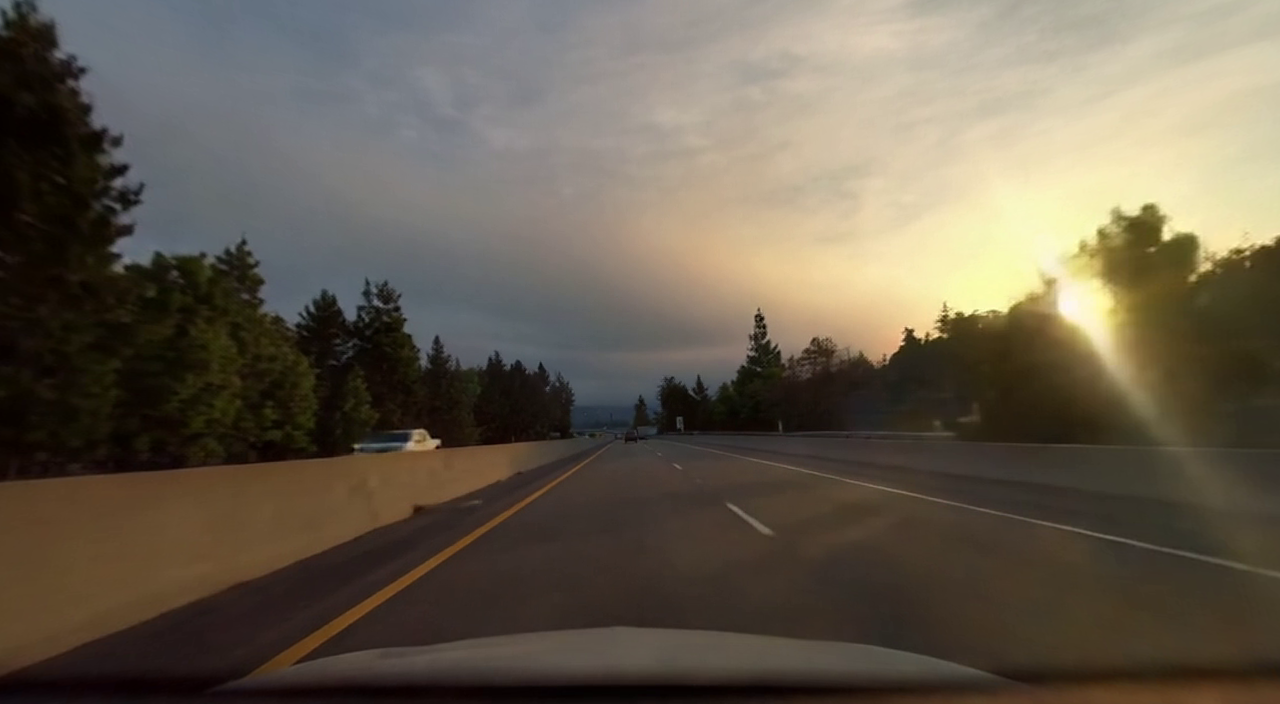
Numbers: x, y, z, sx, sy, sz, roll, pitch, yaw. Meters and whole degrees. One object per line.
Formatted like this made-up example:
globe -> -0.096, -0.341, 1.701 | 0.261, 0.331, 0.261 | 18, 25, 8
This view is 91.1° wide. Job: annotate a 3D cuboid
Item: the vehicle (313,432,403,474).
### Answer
vehicle -> -13.869, 4.954, 31.186 | 2.703, 1.938, 3.843 | 0, -8, -1
